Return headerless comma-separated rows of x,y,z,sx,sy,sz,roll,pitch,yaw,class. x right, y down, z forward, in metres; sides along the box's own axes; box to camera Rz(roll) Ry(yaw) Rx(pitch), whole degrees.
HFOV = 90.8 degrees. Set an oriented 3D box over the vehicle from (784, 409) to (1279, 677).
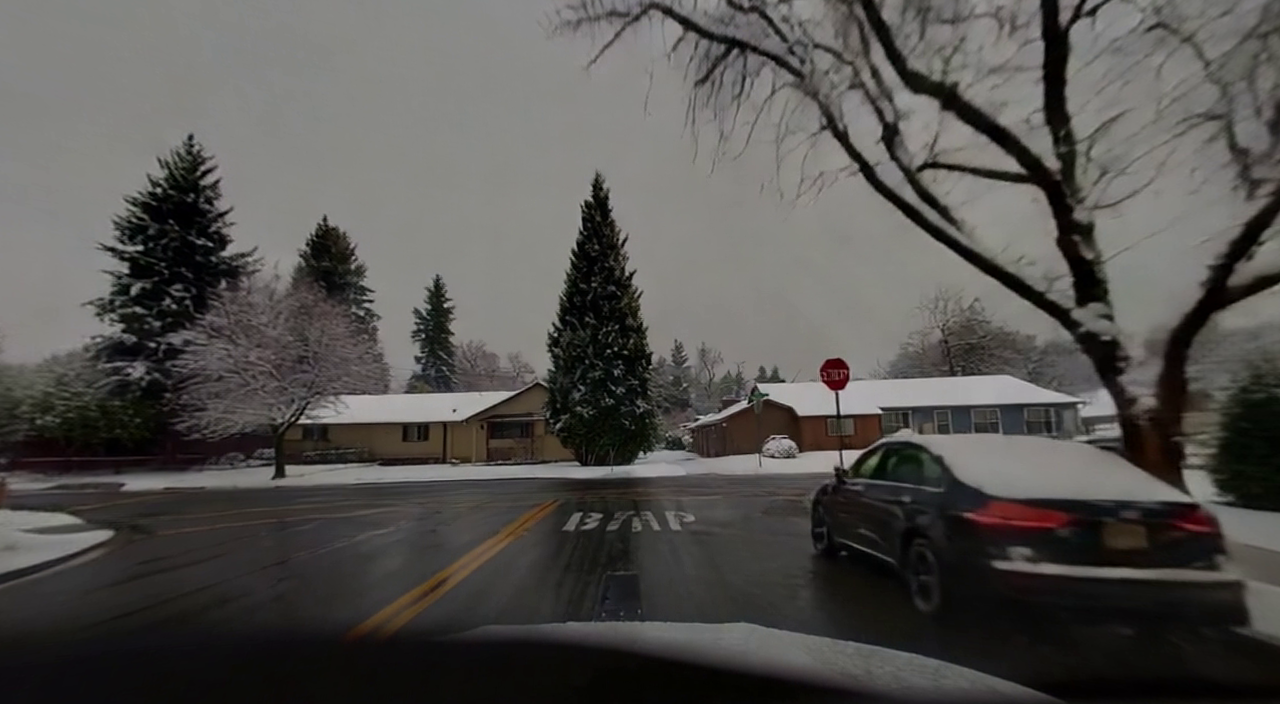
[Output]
3.031,1.416,5.909,2.167,1.479,4.597,0,-9,-1,vehicle
